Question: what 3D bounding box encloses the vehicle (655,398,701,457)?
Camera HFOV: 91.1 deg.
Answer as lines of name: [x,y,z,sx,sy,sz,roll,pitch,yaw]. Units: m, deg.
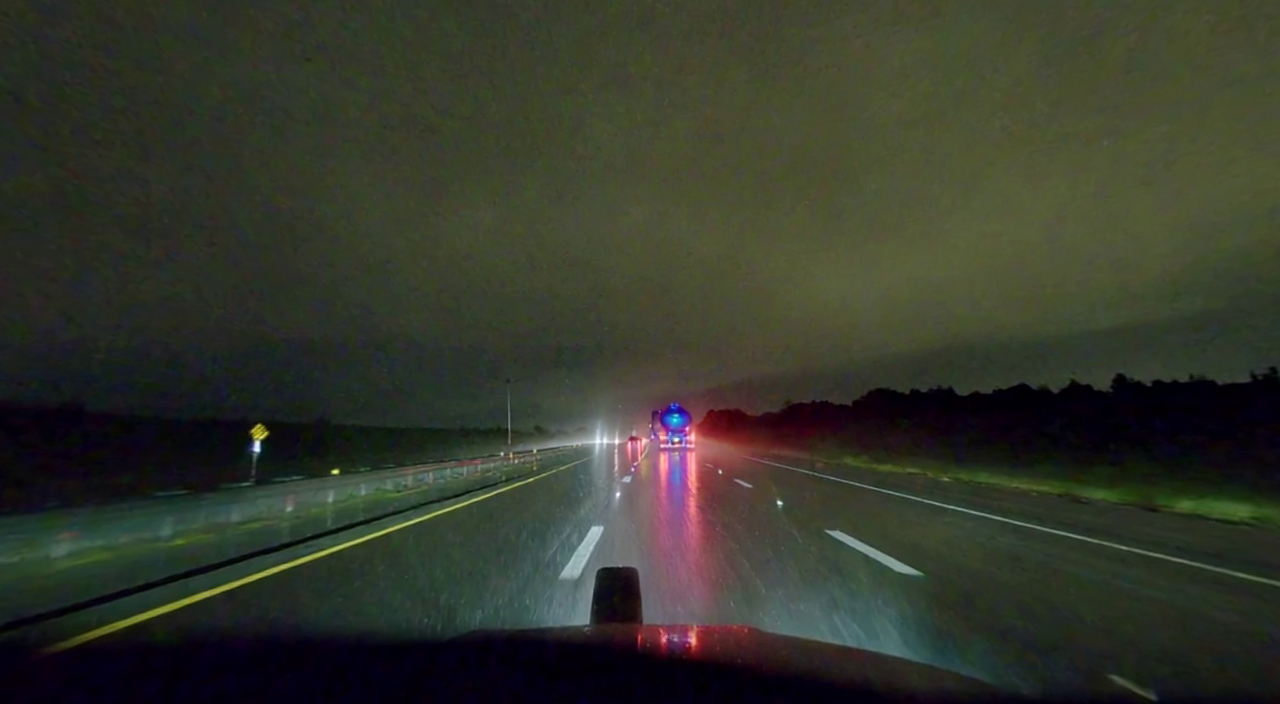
vehicle: [2.563,5.625,46.255,2.946,3.745,11.516,0,-8,1]
